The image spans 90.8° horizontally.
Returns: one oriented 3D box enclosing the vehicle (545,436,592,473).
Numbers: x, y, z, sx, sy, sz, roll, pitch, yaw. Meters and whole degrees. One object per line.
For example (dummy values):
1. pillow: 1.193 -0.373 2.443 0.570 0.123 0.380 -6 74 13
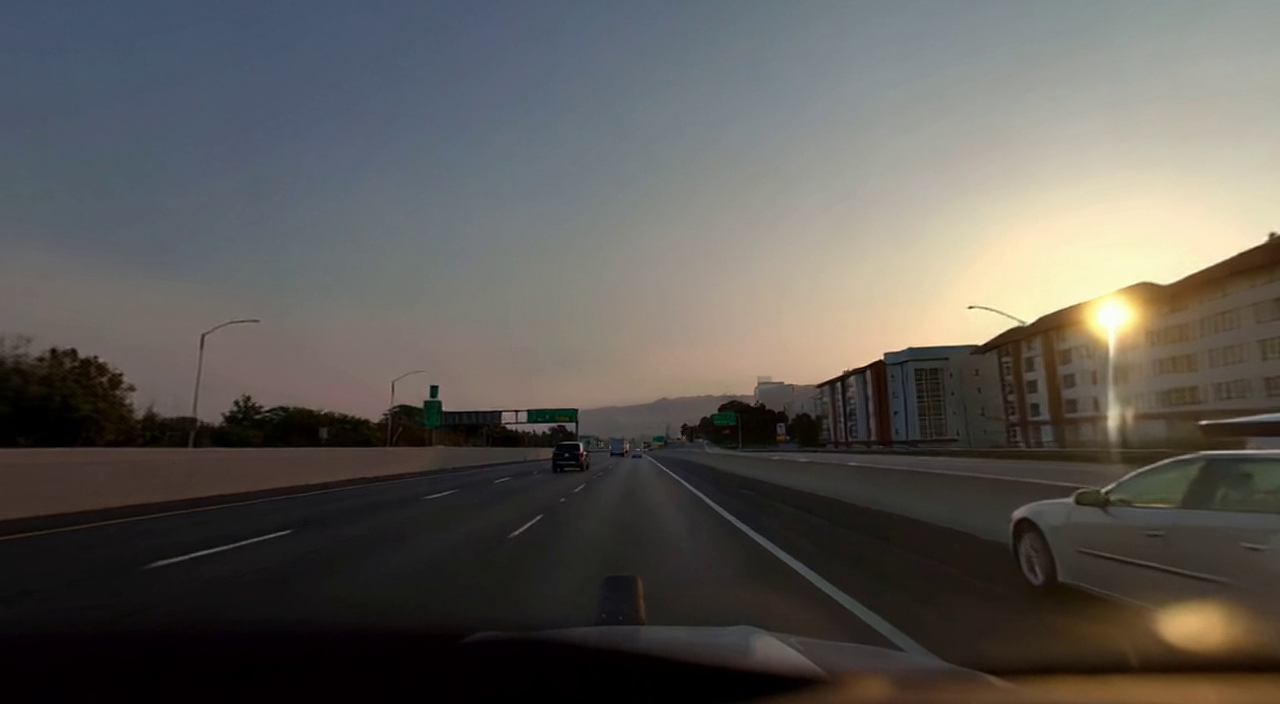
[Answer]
1. vehicle: -3.698 5.406 33.436 2.047 1.786 4.217 0 -9 0
